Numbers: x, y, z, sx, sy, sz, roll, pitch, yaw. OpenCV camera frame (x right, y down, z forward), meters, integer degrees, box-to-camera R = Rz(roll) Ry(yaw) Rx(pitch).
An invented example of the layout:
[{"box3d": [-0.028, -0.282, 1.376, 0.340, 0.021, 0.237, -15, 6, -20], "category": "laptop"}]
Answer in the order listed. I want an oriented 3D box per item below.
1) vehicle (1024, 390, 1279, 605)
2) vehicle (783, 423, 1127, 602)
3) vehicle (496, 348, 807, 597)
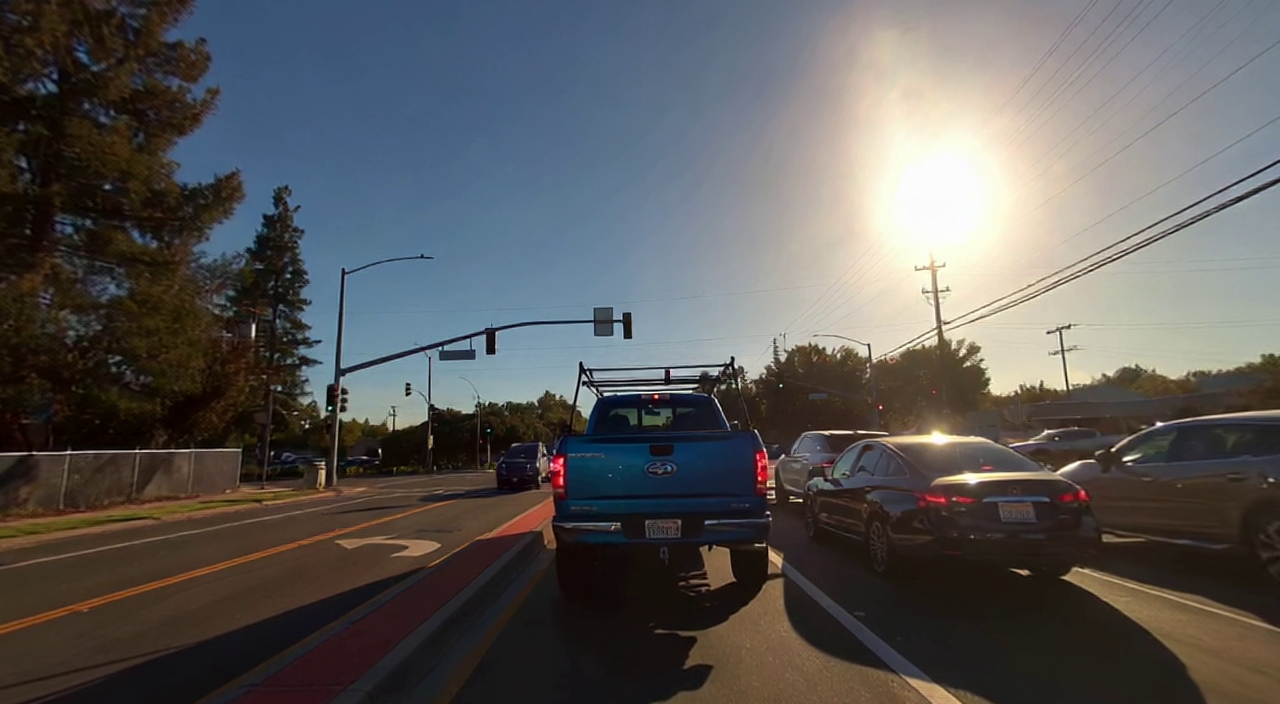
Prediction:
[{"box3d": [6.175, 1.349, 6.249, 1.982, 1.727, 4.352, 0, -8, 0], "category": "vehicle"}, {"box3d": [3.123, 1.657, 7.418, 1.993, 1.495, 4.060, 0, -8, 1], "category": "vehicle"}, {"box3d": [0.149, 1.542, 8.944, 2.831, 2.284, 6.149, 0, -8, 1], "category": "vehicle"}]
